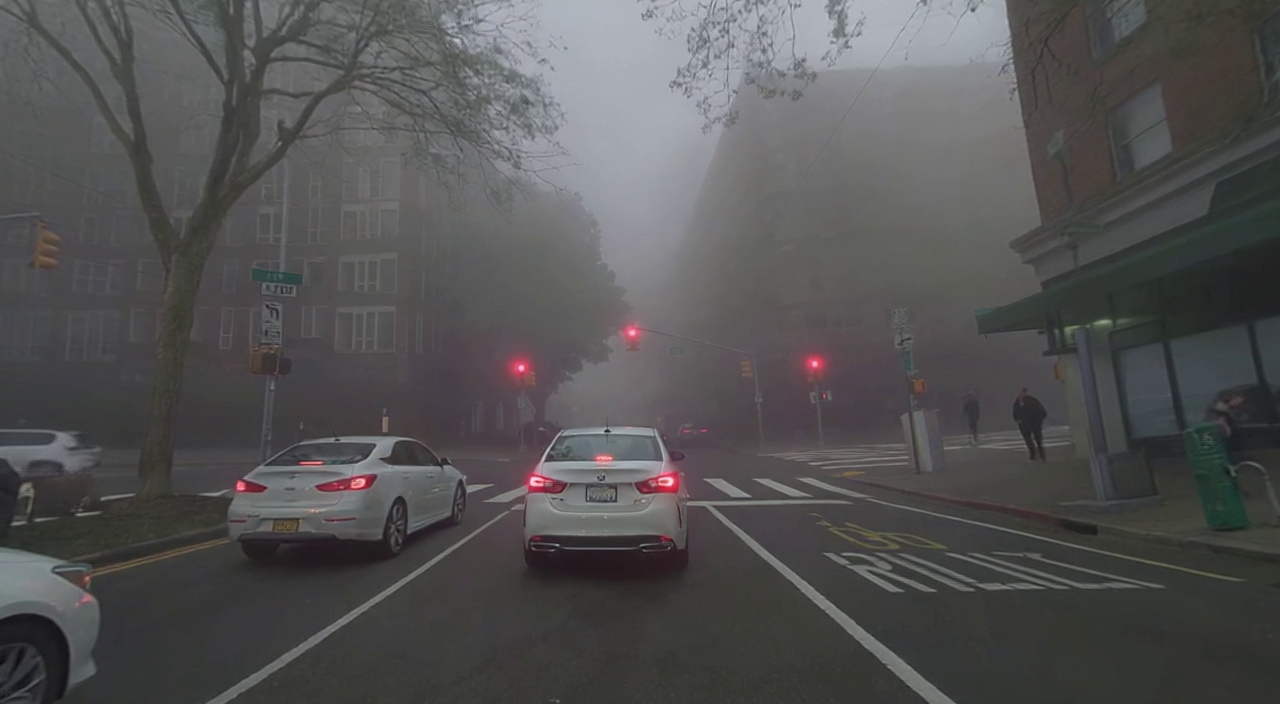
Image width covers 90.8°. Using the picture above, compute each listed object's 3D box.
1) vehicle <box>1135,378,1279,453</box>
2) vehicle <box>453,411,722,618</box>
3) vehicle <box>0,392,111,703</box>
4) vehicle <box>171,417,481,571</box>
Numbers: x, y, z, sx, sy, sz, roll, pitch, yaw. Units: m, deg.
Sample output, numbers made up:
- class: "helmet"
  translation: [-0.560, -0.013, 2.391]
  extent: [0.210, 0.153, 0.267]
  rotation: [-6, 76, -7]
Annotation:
- class: "vehicle"
  translation: [21.623, 2.361, 22.890]
  extent: [5.863, 2.493, 2.354]
  rotation: [2, -9, -12]
- class: "vehicle"
  translation: [-0.409, 1.502, 6.733]
  extent: [1.999, 1.520, 3.896]
  rotation: [0, -8, -1]
- class: "vehicle"
  translation: [-3.907, 0.704, 1.173]
  extent: [1.995, 1.524, 4.438]
  rotation: [0, -8, 0]
- class: "vehicle"
  translation: [-3.689, 1.742, 8.514]
  extent: [1.934, 1.522, 4.287]
  rotation: [0, -8, 0]
